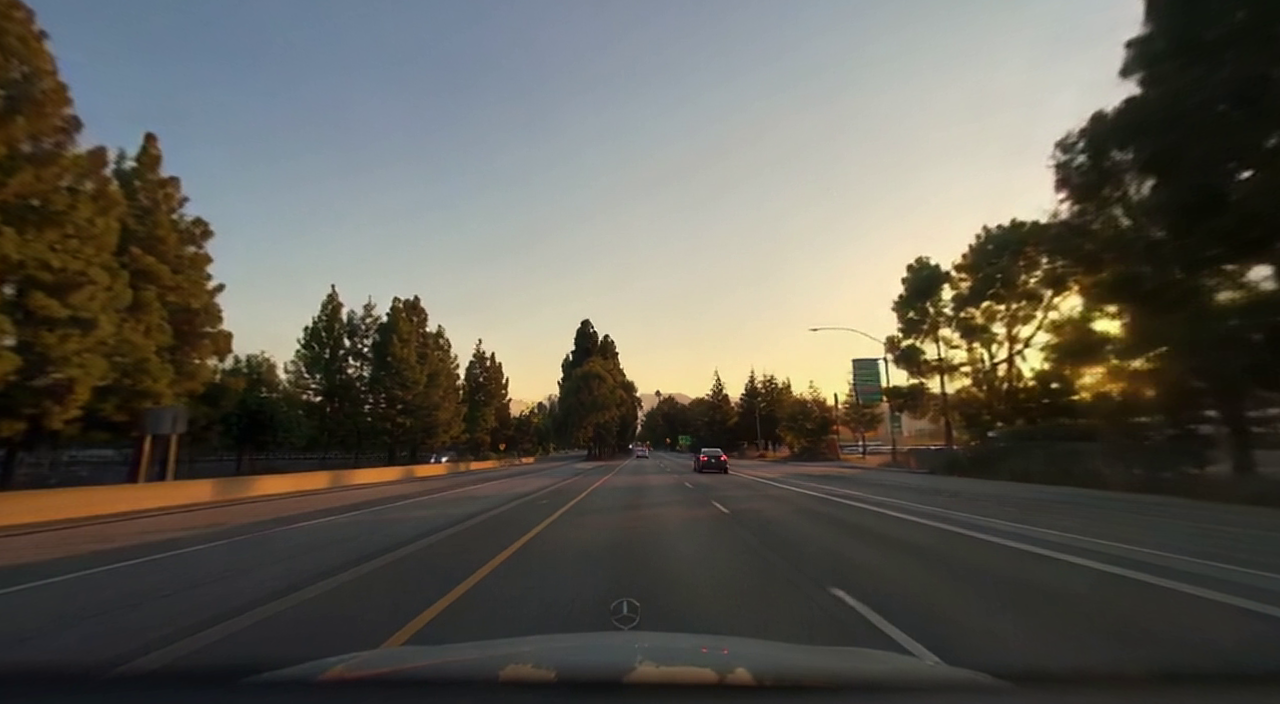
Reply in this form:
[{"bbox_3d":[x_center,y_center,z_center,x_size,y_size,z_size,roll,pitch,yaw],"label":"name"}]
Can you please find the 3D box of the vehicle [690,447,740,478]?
[{"bbox_3d":[3.874,5.818,33.435,2.115,1.522,4.330,0,-9,0],"label":"vehicle"}]
